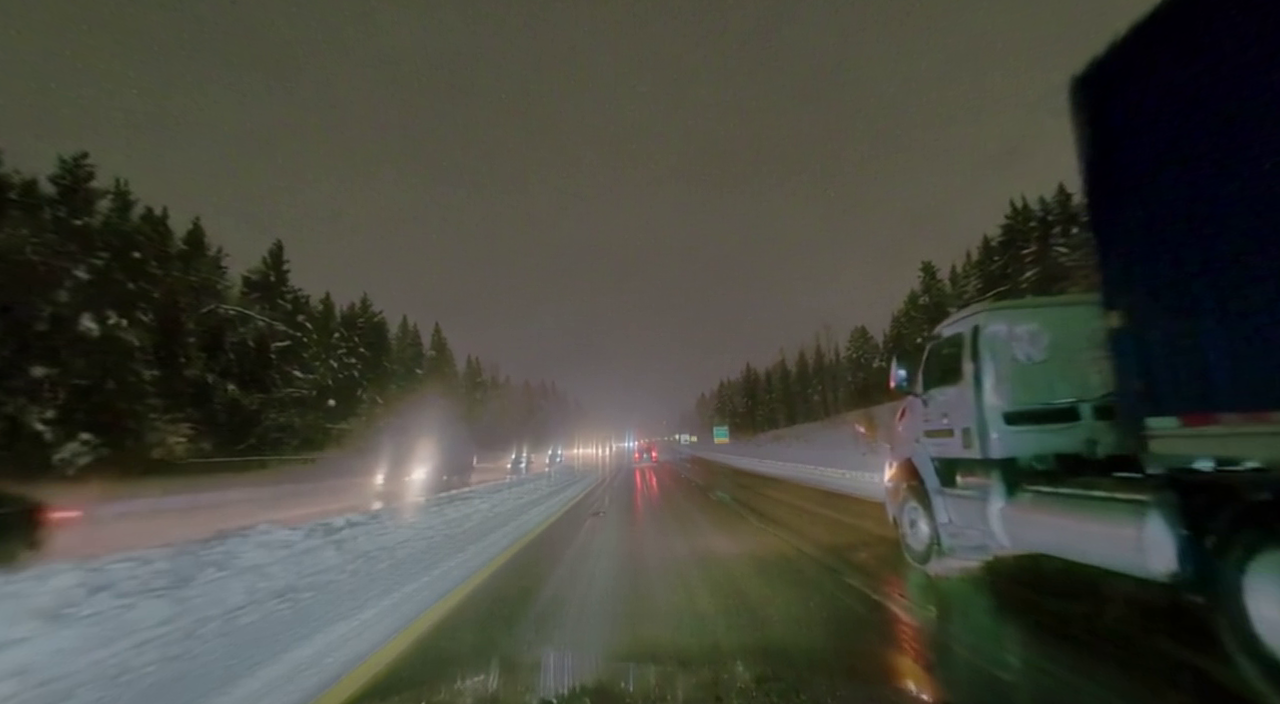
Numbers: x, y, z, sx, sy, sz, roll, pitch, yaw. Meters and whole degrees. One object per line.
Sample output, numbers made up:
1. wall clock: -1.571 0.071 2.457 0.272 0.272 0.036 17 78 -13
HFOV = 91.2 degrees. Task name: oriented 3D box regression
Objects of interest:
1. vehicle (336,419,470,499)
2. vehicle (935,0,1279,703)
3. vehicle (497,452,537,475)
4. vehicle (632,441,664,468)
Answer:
1. vehicle: -9.000 4.189 24.883 2.380 2.679 7.252 0 -9 1
2. vehicle: 4.666 -0.302 3.047 2.961 3.994 6.537 -1 -9 -1
3. vehicle: -8.459 7.698 43.388 1.911 1.493 4.149 0 -9 1
4. vehicle: 0.543 7.077 43.392 2.098 1.692 4.038 0 -9 0
